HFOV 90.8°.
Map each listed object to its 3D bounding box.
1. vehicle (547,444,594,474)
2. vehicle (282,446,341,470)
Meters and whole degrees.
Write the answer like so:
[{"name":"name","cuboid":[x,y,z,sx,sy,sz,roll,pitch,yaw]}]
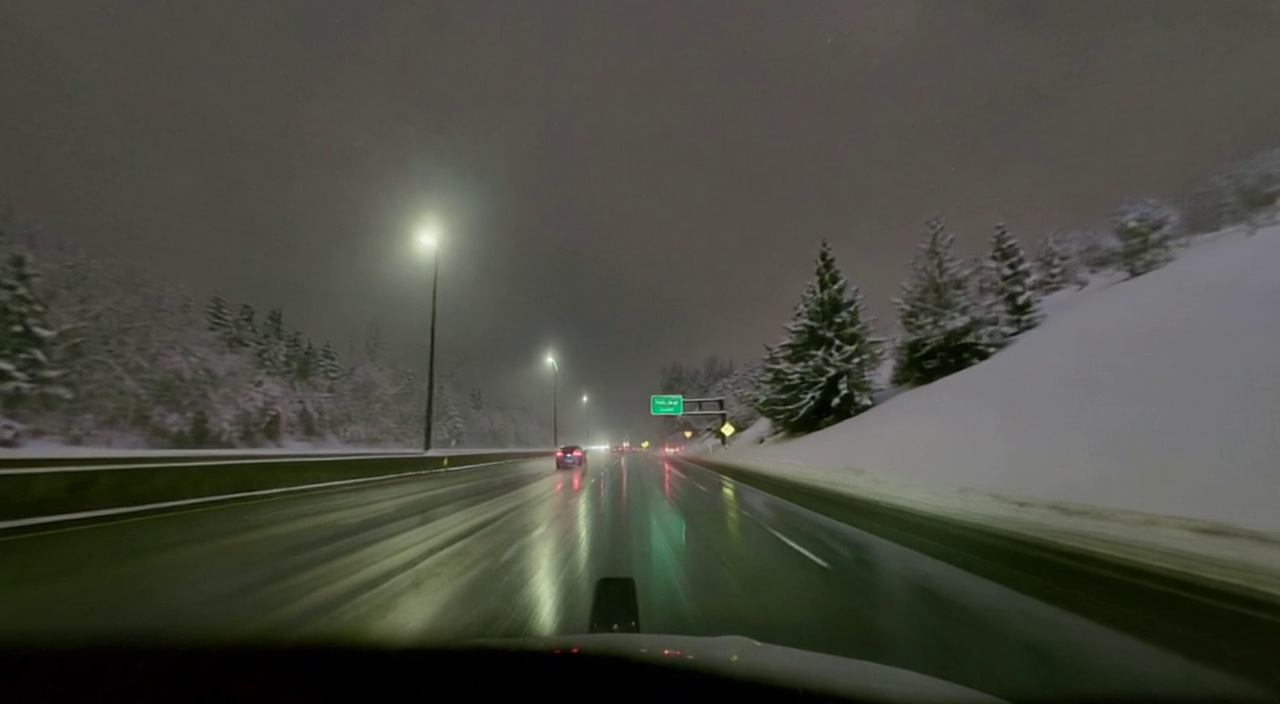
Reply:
[{"name":"vehicle","cuboid":[-3.691,5.742,34.170,2.037,1.514,4.335,0,-8,0]},{"name":"vehicle","cuboid":[-22.906,7.380,44.230,1.899,1.536,4.686,0,-8,-4]}]
